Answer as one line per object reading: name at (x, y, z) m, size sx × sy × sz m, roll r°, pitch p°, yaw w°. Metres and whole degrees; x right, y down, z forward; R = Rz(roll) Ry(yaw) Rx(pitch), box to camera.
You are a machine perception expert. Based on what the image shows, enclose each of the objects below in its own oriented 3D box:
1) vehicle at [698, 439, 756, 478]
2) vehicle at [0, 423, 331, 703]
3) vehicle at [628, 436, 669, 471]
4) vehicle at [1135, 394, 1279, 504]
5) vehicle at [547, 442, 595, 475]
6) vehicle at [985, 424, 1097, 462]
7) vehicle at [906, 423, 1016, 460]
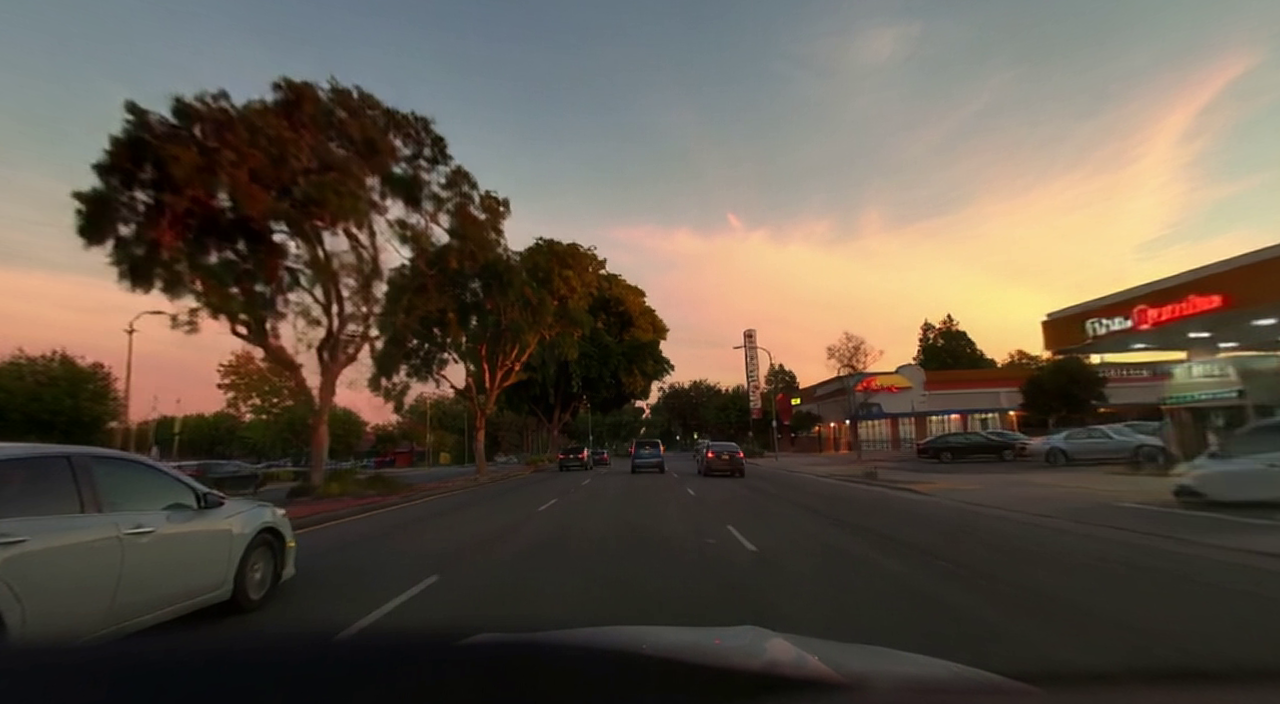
vehicle at (3.694, 4.590, 27.397) m, size 1.922 × 1.579 × 3.642 m, roll 0°, pitch -8°, yaw -1°
vehicle at (-4.022, 1.227, 3.940) m, size 1.908 × 1.481 × 4.351 m, roll 0°, pitch -8°, yaw 1°
vehicle at (0.457, 5.841, 36.293) m, size 2.193 × 1.873 × 4.033 m, roll 0°, pitch -8°, yaw 0°
vehicle at (11.431, 1.575, 10.333) m, size 4.808 × 1.712 × 2.061 m, roll -5°, pitch -10°, yaw 29°
vehicle at (-3.636, 5.709, 33.958) m, size 2.026 × 1.665 × 4.193 m, roll 0°, pitch -8°, yaw 1°
vehicle at (16.448, 3.756, 26.106) m, size 1.891 × 1.440 × 4.045 m, roll 0°, pitch -8°, yaw -1°
vehicle at (16.883, 4.790, 33.430) m, size 1.945 × 1.690 × 4.833 m, roll 0°, pitch -9°, yaw -27°
